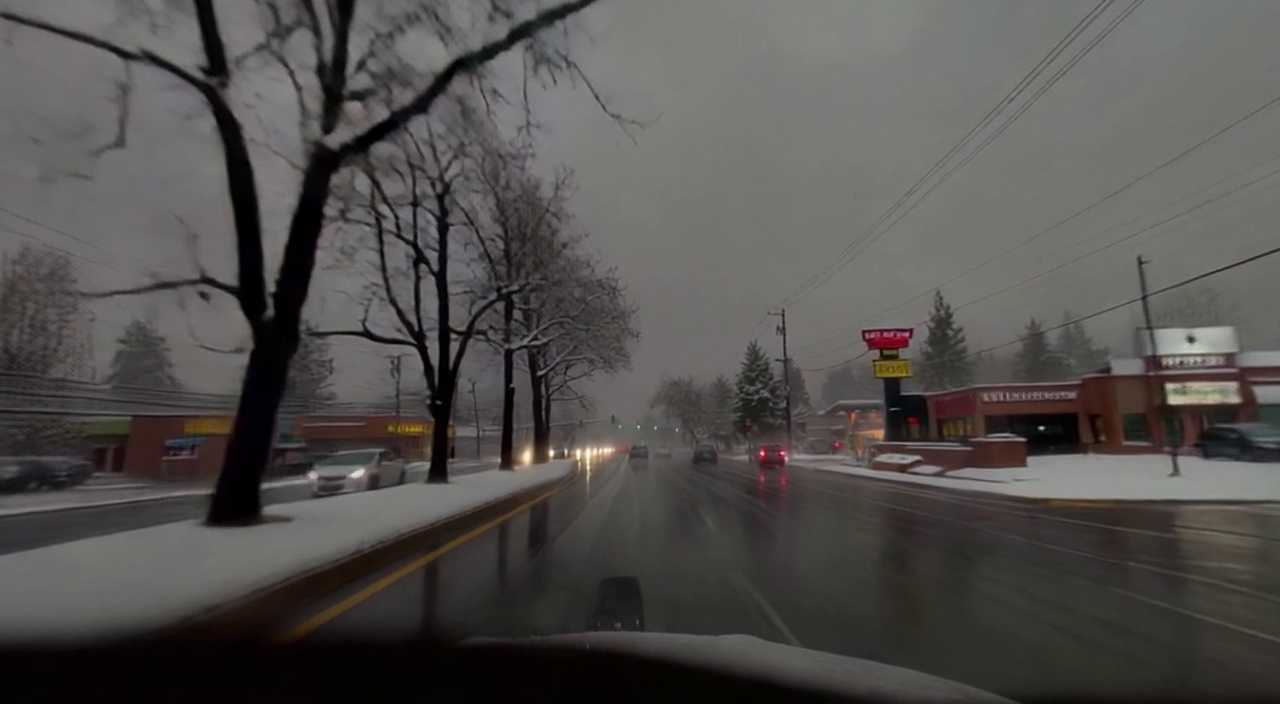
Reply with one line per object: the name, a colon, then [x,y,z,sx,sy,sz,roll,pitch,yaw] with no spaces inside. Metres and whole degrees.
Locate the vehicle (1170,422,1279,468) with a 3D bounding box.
vehicle: [23.199,3.516,24.041,2.113,1.582,4.559,0,-8,0]

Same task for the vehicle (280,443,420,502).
vehicle: [-8.660,3.604,19.444,2.043,1.536,4.682,0,-8,1]

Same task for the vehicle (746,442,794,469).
vehicle: [9.400,7.493,46.171,2.358,1.785,5.404,0,-8,0]

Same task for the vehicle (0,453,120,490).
vehicle: [-28.499,5.778,30.744,4.410,1.609,2.113,0,-8,-1]

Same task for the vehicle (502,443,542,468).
vehicle: [-8.543,7.529,46.148,2.113,1.703,4.459,0,-8,-1]
